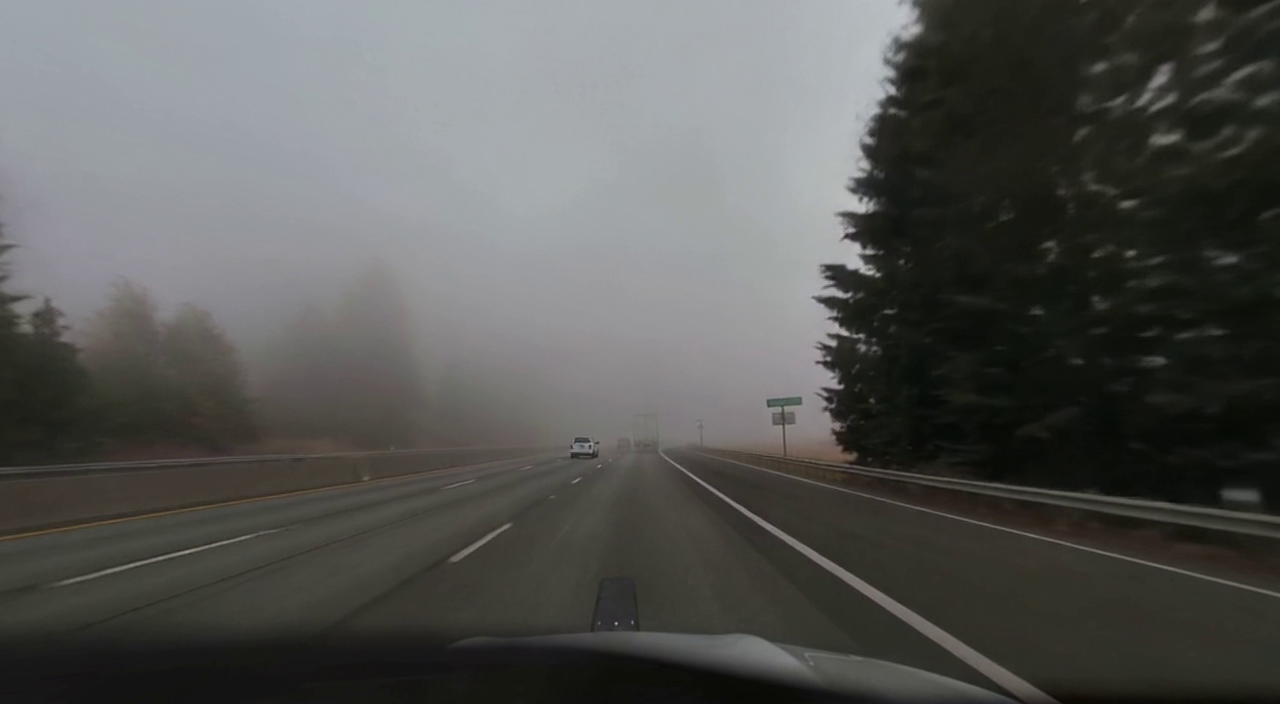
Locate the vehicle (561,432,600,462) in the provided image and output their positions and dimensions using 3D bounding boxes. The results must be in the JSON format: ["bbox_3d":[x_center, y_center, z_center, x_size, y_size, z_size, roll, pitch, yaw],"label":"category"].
[{"bbox_3d":[-3.991,6.518,43.237,2.130,1.935,4.817,-1,-8,1],"label":"vehicle"}]
